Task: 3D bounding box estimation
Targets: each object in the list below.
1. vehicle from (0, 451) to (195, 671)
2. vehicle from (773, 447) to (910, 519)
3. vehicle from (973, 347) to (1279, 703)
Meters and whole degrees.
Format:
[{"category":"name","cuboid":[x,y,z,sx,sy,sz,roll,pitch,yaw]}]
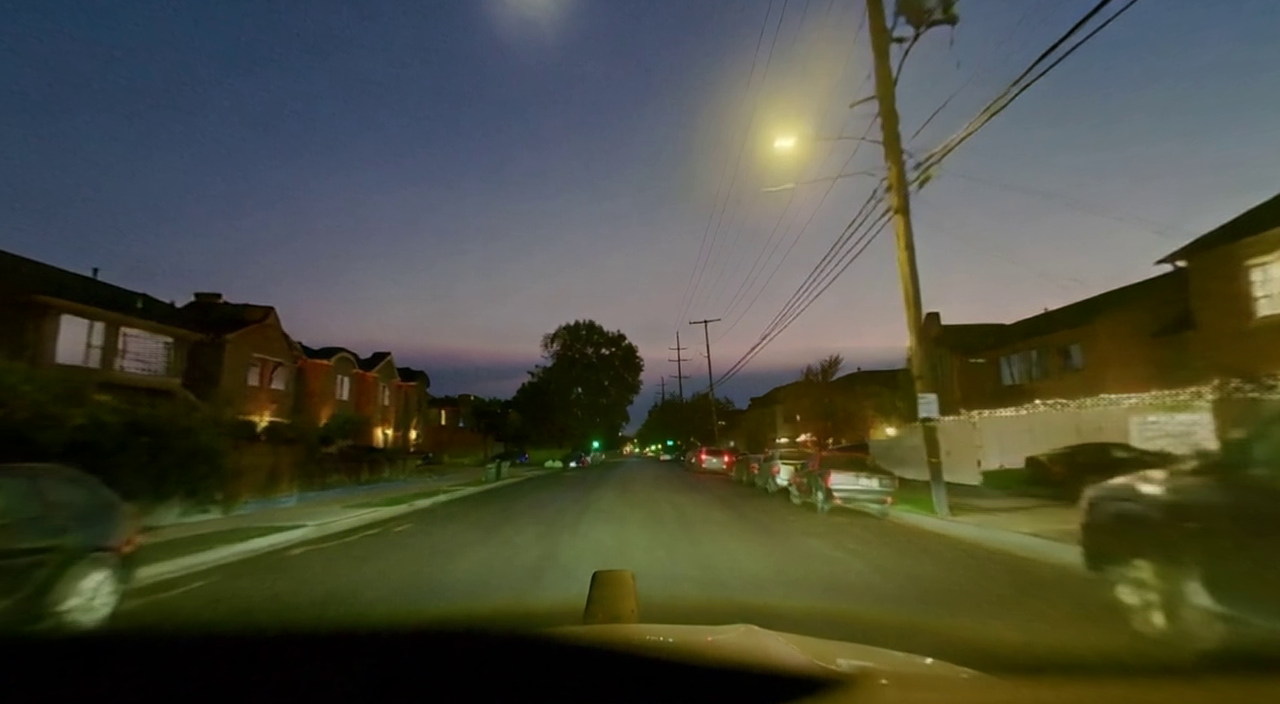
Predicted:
[{"category":"vehicle","cuboid":[-5.374,1.421,4.107,1.856,1.499,4.216,0,-8,0]},{"category":"vehicle","cuboid":[4.662,3.051,15.390,1.859,1.469,4.550,0,-9,0]},{"category":"vehicle","cuboid":[4.565,0.894,3.069,2.462,1.894,6.076,0,-9,-1]}]
